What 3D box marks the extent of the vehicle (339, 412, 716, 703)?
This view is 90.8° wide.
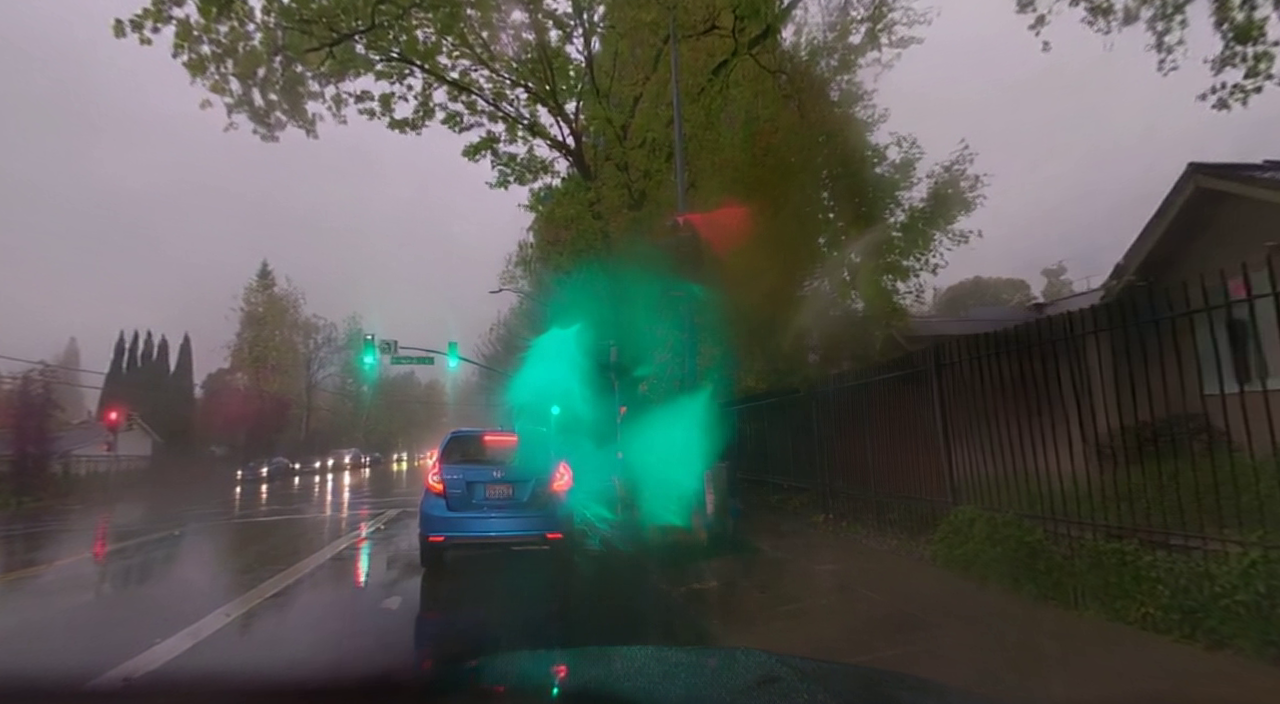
[{"bbox_3d":[-0.906,1.369,5.357,2.024,1.502,3.702,1,-9,-11],"label":"vehicle"}]
